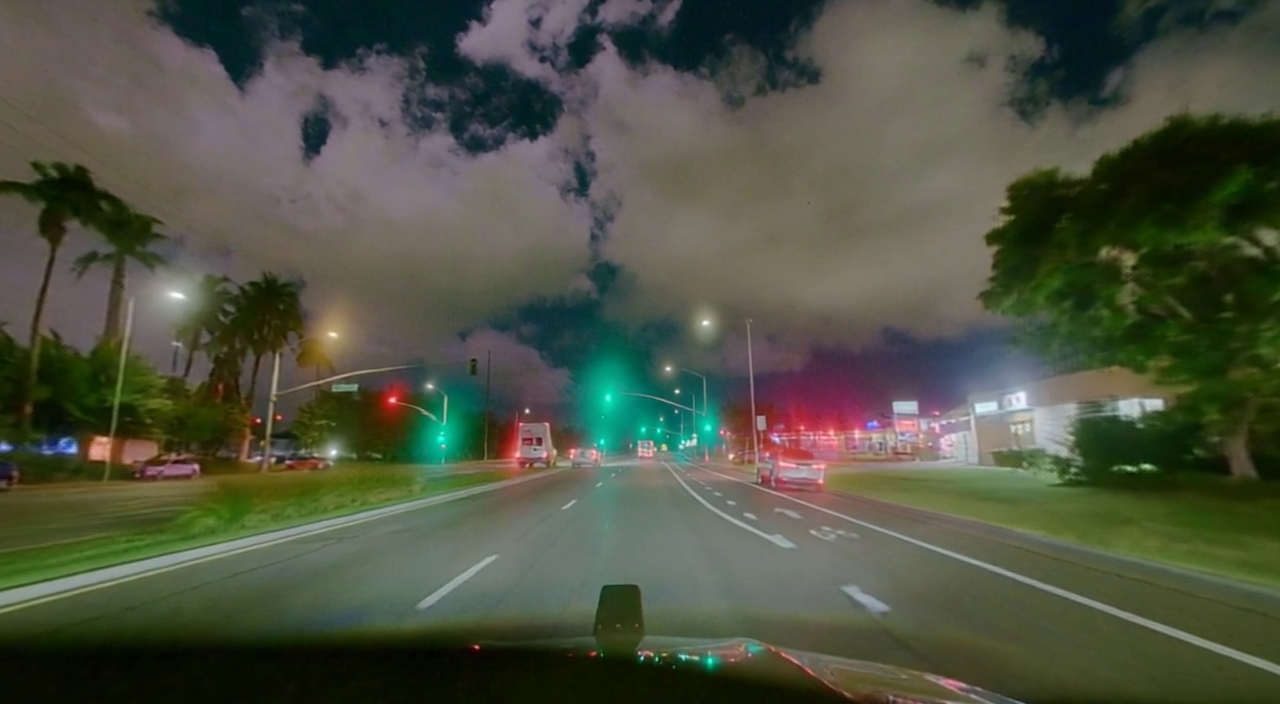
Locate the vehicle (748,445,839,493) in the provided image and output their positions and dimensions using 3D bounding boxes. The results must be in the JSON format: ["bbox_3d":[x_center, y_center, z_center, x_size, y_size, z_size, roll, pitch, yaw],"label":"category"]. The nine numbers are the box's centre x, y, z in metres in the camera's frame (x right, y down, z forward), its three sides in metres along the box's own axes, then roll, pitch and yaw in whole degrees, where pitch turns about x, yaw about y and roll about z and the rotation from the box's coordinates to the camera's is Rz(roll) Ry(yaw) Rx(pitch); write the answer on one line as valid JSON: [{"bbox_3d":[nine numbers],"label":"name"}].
[{"bbox_3d":[5.220,4.028,22.024,1.994,1.507,4.173,1,-9,-2],"label":"vehicle"}]

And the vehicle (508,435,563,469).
[{"bbox_3d":[-6.686,6.537,41.148,2.457,2.010,6.330,0,-9,1],"label":"vehicle"}]

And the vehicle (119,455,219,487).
[{"bbox_3d":[-25.348,6.392,34.105,1.838,1.516,4.484,0,-9,1],"label":"vehicle"}]

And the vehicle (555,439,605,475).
[{"bbox_3d":[-3.218,5.727,34.568,2.116,1.806,4.516,0,-9,2],"label":"vehicle"}]
